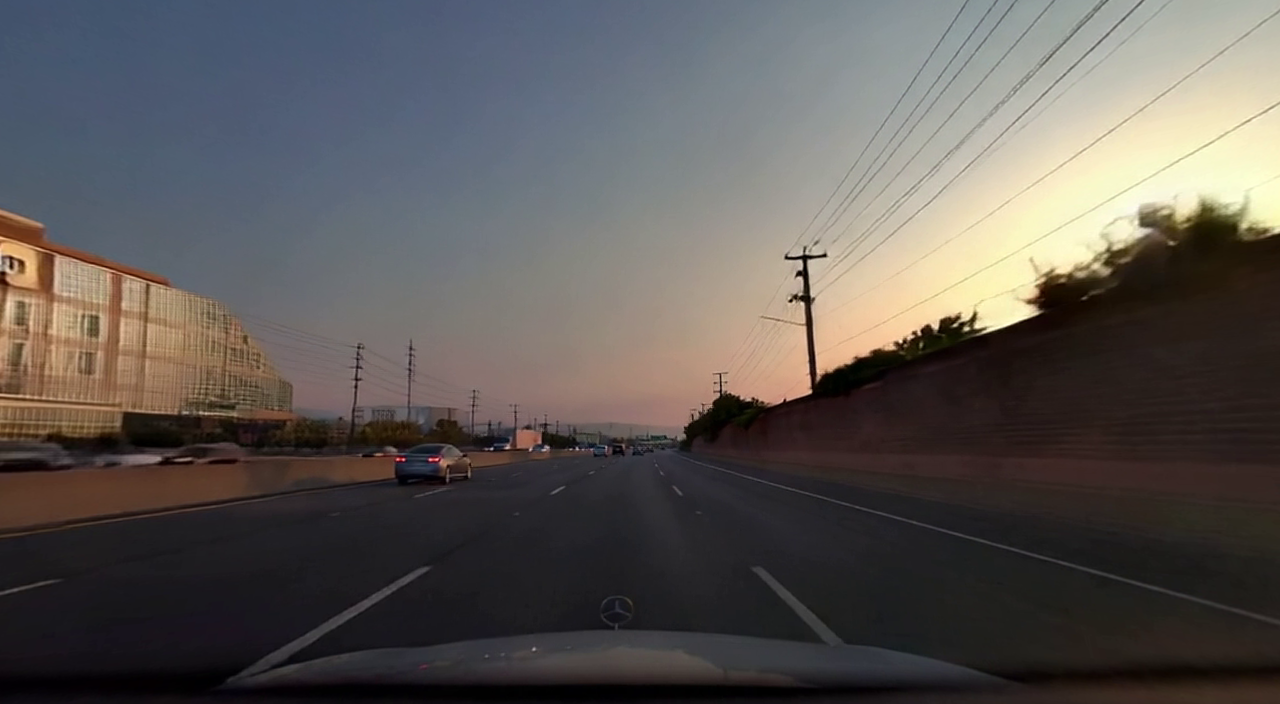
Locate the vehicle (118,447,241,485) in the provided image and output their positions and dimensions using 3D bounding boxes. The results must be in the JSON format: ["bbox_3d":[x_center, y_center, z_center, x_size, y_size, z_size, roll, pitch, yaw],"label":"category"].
[{"bbox_3d":[-18.613,4.591,25.822,1.809,1.391,4.272,0,-8,0],"label":"vehicle"}]

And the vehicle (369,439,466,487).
[{"bbox_3d":[-7.829,3.921,22.644,2.013,1.574,3.923,0,-8,0],"label":"vehicle"}]
